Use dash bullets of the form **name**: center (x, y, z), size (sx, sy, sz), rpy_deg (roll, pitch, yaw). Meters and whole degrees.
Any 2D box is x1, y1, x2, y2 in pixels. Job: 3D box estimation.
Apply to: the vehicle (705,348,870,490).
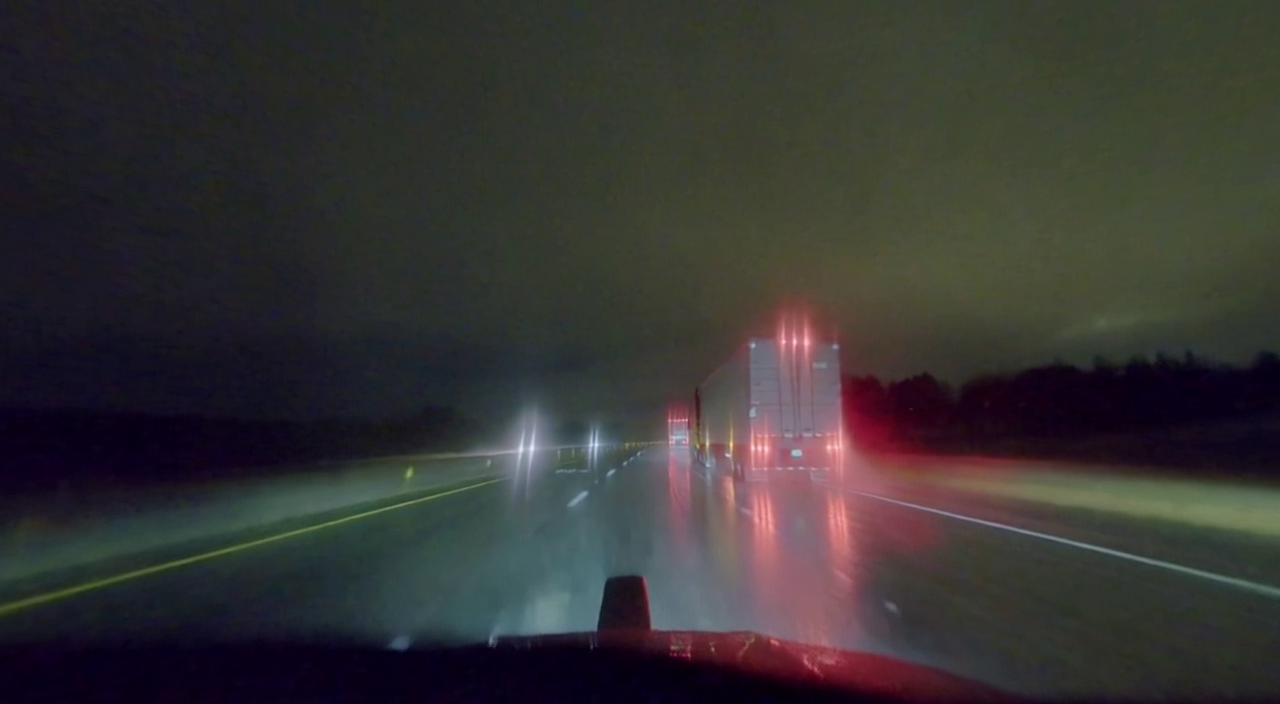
- **vehicle**: center (4.862, 2.920, 24.897), size (3.485, 3.975, 14.489), rpy_deg (0, -8, 2)
